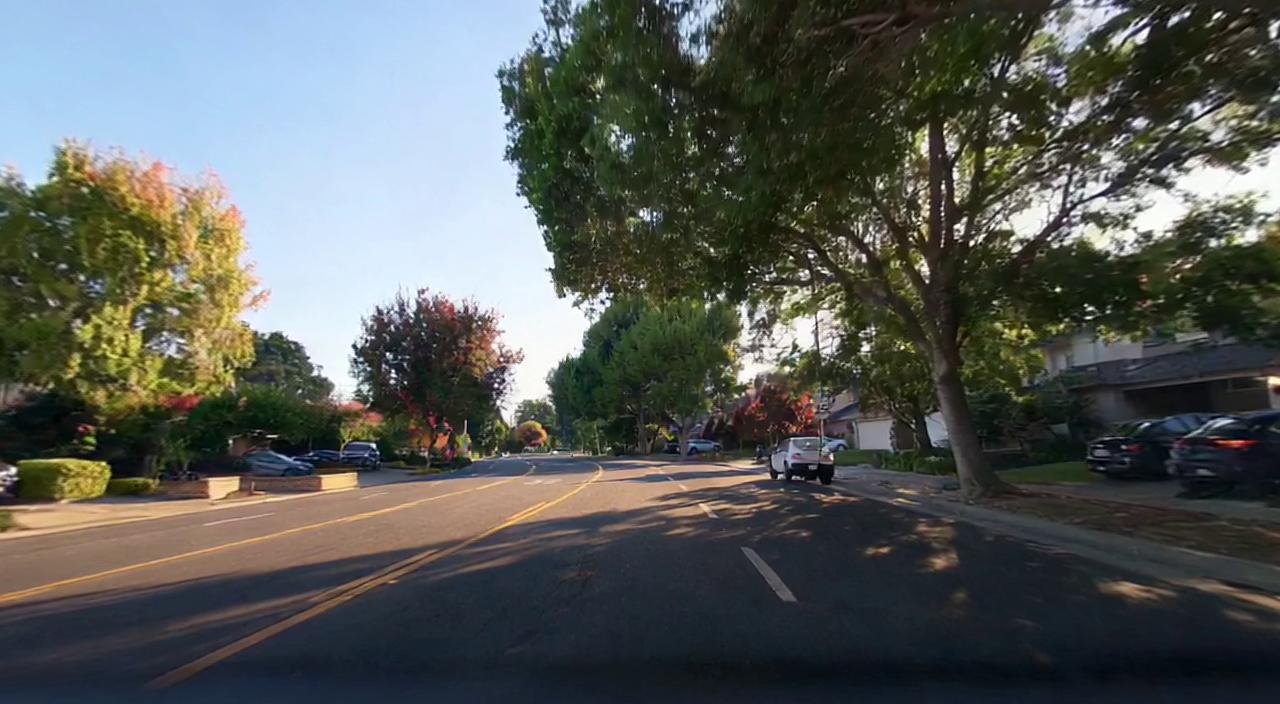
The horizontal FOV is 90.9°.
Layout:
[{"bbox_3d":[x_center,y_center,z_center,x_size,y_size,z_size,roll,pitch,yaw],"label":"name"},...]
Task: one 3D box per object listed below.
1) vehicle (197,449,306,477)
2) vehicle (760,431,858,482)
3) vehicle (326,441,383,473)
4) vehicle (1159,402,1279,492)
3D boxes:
[{"bbox_3d":[-21.306,6.108,34.678,4.654,1.442,2.155,-1,-8,7],"label":"vehicle"},{"bbox_3d":[6.751,4.226,25.838,2.315,1.869,4.678,1,-9,-6],"label":"vehicle"},{"bbox_3d":[-18.763,6.910,41.683,2.077,1.948,4.705,1,-9,-8],"label":"vehicle"},{"bbox_3d":[14.282,1.871,13.323,4.543,1.691,2.028,-5,-9,4],"label":"vehicle"}]
